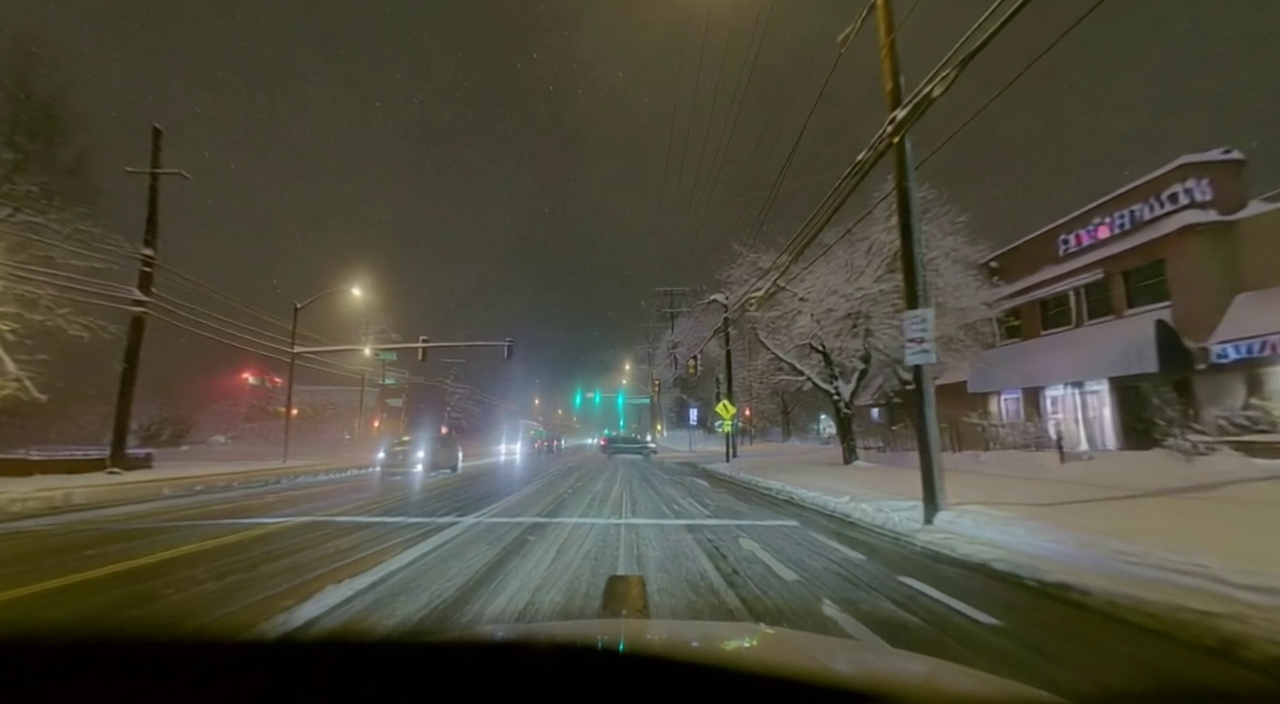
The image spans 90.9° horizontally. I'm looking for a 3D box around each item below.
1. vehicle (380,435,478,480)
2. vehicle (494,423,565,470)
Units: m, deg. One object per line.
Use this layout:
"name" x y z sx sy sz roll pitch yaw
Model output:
"vehicle" -7.486 3.765 22.838 2.010 1.455 4.271 0 -8 1
"vehicle" -4.847 4.256 28.482 2.371 1.926 5.099 0 -8 -1
